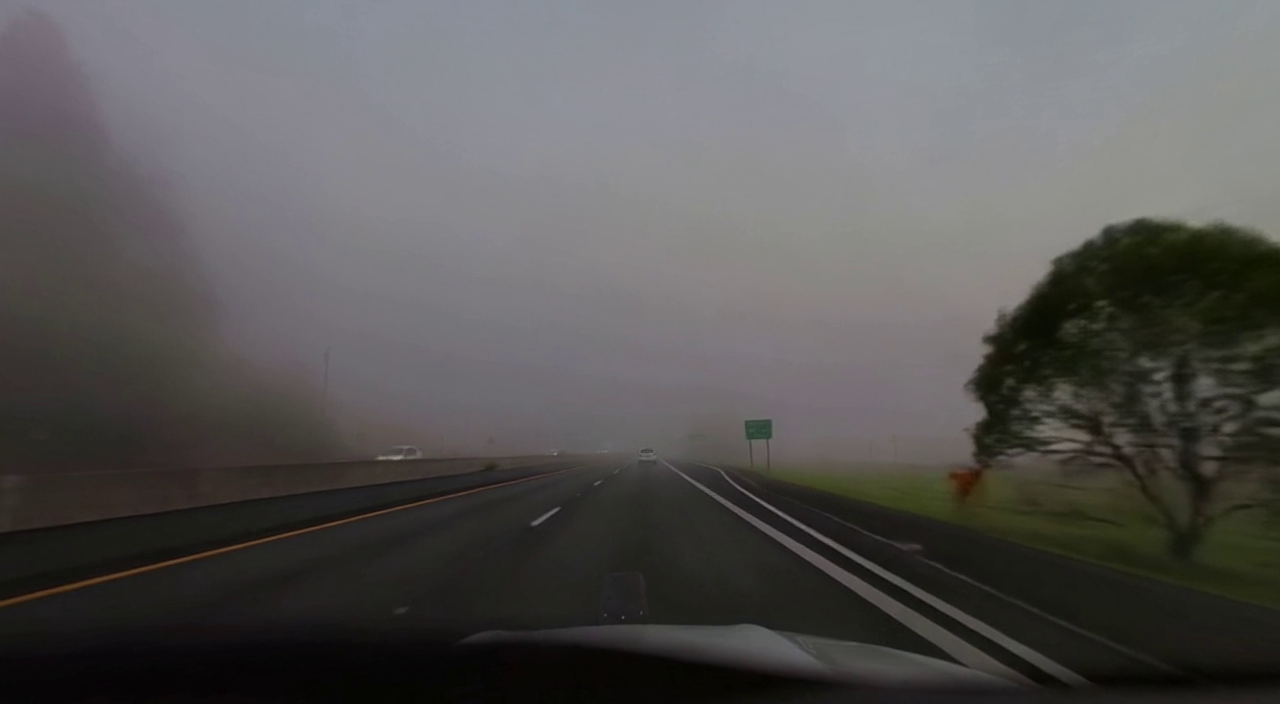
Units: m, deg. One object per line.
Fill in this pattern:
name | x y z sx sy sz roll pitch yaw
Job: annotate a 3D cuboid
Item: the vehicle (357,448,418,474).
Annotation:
vehicle | -16.207 6.991 40.678 1.966 1.592 4.513 -1 -9 2
